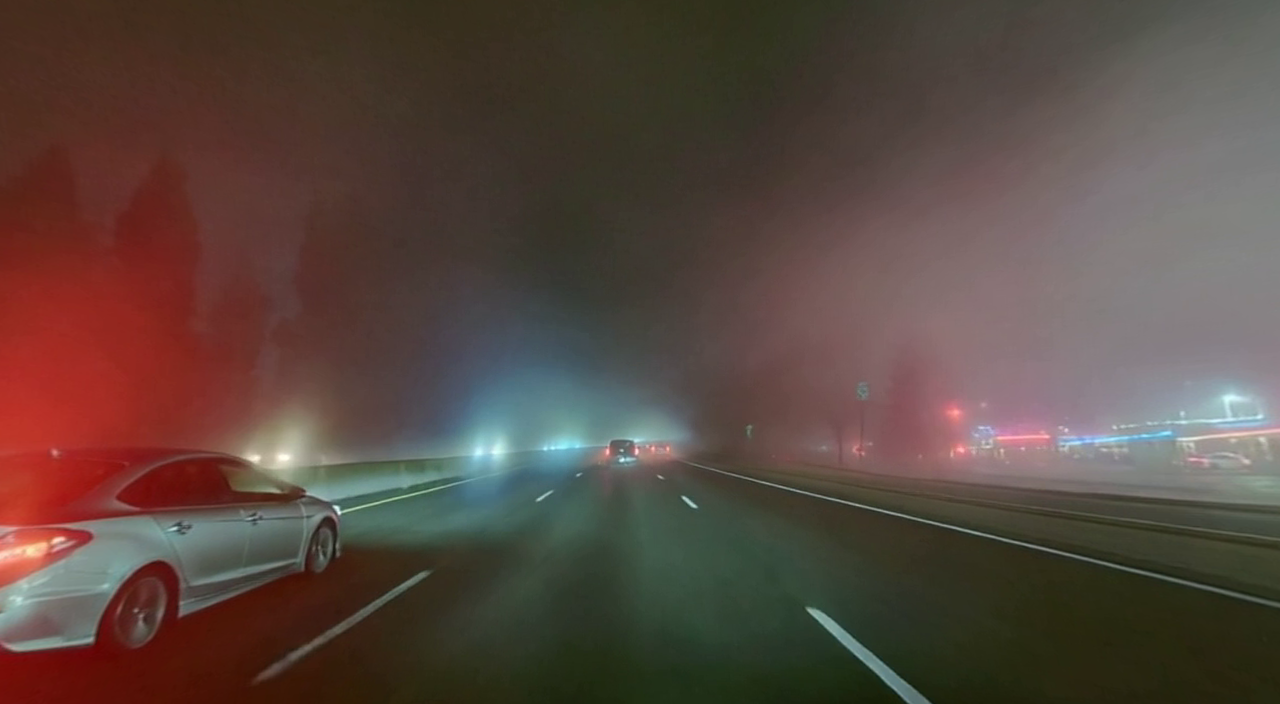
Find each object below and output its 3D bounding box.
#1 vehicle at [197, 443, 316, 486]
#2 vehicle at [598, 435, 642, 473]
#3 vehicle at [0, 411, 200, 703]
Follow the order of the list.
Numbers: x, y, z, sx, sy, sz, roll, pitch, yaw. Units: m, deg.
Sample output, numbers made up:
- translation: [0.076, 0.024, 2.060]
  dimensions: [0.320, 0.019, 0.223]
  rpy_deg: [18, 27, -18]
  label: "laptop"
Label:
- translation: [-15.446, 4.536, 25.808]
  dimensions: [2.011, 1.549, 4.511]
  rpy_deg: [0, -9, 0]
  label: "vehicle"
- translation: [-1.024, 5.386, 33.446]
  dimensions: [2.155, 1.856, 4.796]
  rpy_deg: [0, -9, 0]
  label: "vehicle"
- translation: [-4.102, 0.910, 2.214]
  dimensions: [1.907, 1.483, 4.562]
  rpy_deg: [0, -9, -1]
  label: "vehicle"
